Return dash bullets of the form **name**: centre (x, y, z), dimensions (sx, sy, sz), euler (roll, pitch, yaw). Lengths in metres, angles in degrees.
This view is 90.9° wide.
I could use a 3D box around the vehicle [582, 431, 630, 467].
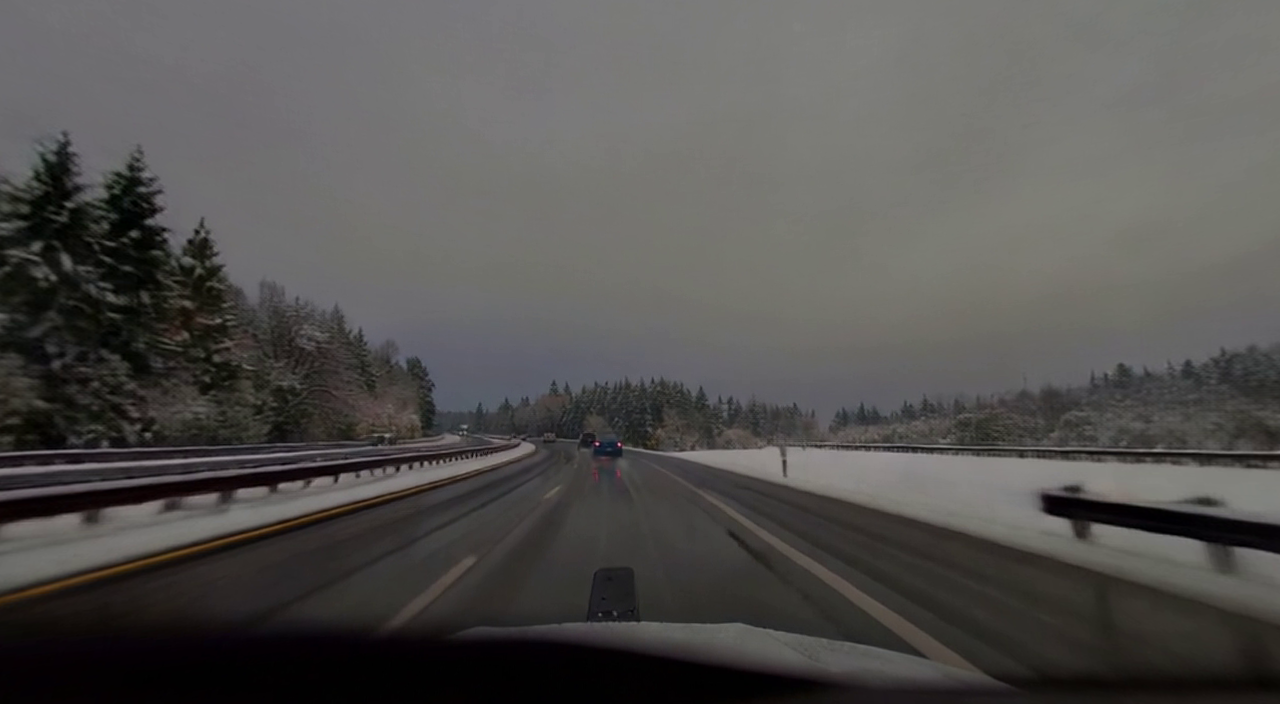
- **vehicle**: centre (-1.869, 5.259, 34.482), dimensions (2.452, 1.857, 4.022), euler (1, -8, -3)
